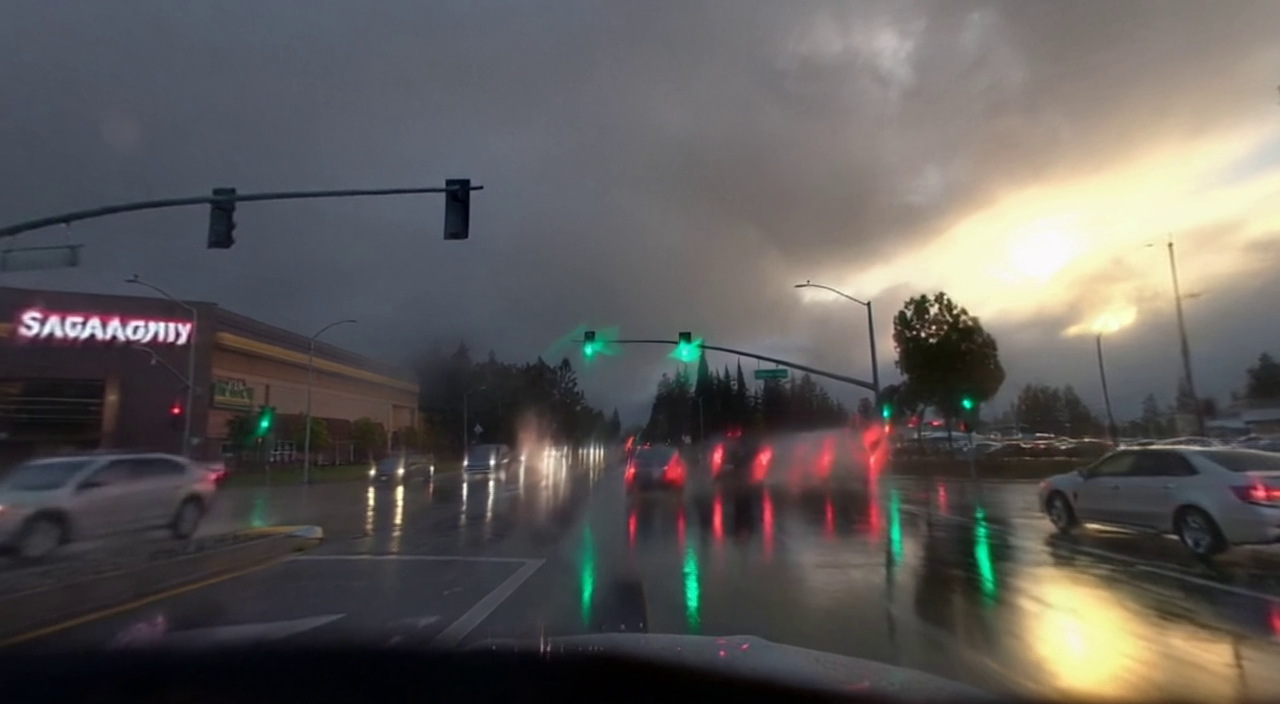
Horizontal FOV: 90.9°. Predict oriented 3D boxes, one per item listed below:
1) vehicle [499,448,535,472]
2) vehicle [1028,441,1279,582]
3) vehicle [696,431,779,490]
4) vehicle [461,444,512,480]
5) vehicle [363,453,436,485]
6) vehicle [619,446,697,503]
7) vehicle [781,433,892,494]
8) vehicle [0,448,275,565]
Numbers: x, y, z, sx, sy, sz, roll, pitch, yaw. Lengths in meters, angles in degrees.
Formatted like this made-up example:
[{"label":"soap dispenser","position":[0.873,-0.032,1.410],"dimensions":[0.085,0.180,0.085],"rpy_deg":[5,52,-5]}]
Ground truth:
[{"label":"vehicle","position":[-8.797,7.743,45.338],"dimensions":[1.827,1.602,4.115],"rpy_deg":[0,-8,-1]},{"label":"vehicle","position":[7.829,2.018,8.831],"dimensions":[1.905,1.498,4.463],"rpy_deg":[0,-8,-1]},{"label":"vehicle","position":[3.738,4.303,25.385],"dimensions":[2.358,2.116,5.328],"rpy_deg":[0,-8,-1]},{"label":"vehicle","position":[-8.326,5.983,34.576],"dimensions":[1.904,1.789,4.021],"rpy_deg":[0,-8,-1]},{"label":"vehicle","position":[-12.491,6.070,33.060],"dimensions":[1.969,1.486,4.773],"rpy_deg":[0,-8,0]},{"label":"vehicle","position":[0.423,3.485,18.376],"dimensions":[2.038,1.447,3.756],"rpy_deg":[0,-8,-1]},{"label":"vehicle","position":[7.180,4.112,23.766],"dimensions":[2.323,2.009,5.266],"rpy_deg":[0,-8,-2]},{"label":"vehicle","position":[-8.313,2.332,10.343],"dimensions":[2.002,1.469,4.301],"rpy_deg":[0,-8,1]}]
